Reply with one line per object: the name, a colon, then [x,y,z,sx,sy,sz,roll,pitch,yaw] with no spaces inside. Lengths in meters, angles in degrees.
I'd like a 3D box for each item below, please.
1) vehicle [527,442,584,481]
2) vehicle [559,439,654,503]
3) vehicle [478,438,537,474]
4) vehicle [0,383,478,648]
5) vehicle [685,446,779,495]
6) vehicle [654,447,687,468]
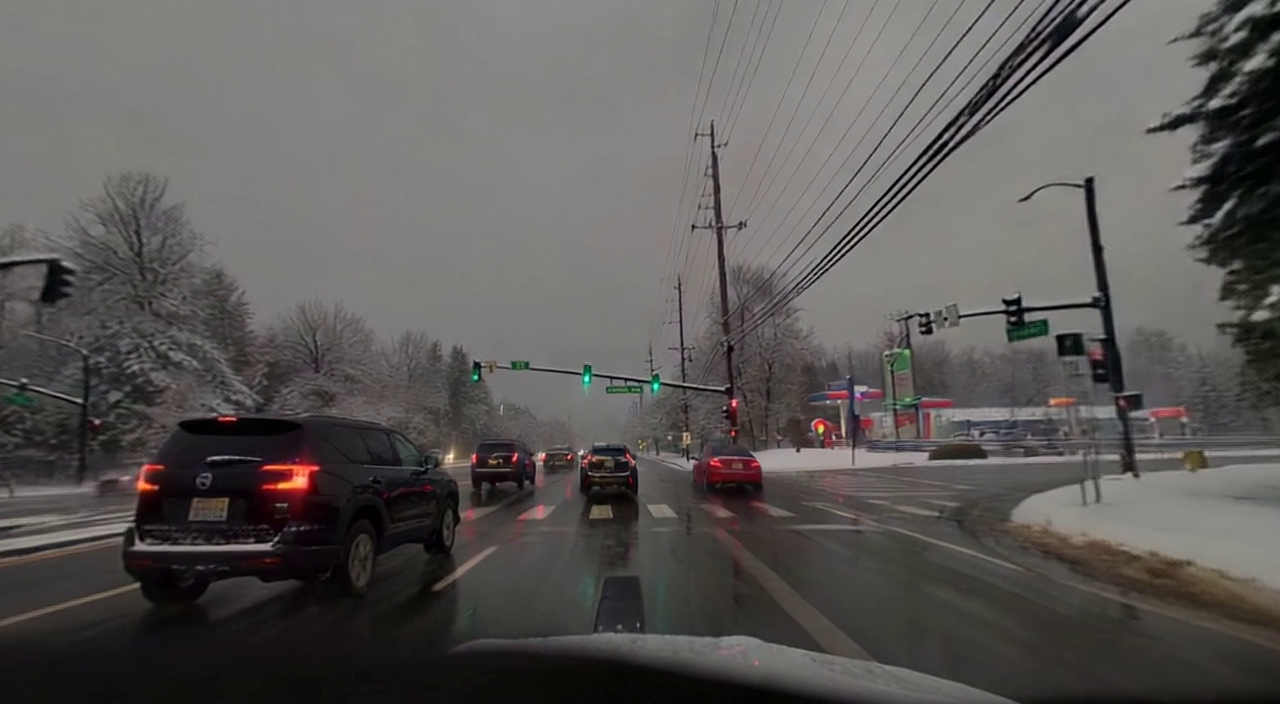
vehicle: [-3.633,4.776,27.833,1.953,1.530,4.335,0,-9,-1]
vehicle: [-0.837,3.068,16.725,2.189,1.437,4.135,0,-9,-2]
vehicle: [-7.701,6.115,37.317,2.385,1.918,5.056,0,-9,0]
vehicle: [-3.159,1.356,6.289,1.922,1.642,4.547,0,-9,0]
vehicle: [2.629,3.515,19.216,2.065,1.302,4.416,0,-9,-2]
vehicle: [2.155,7.708,46.262,2.069,1.464,4.599,0,-9,-2]
